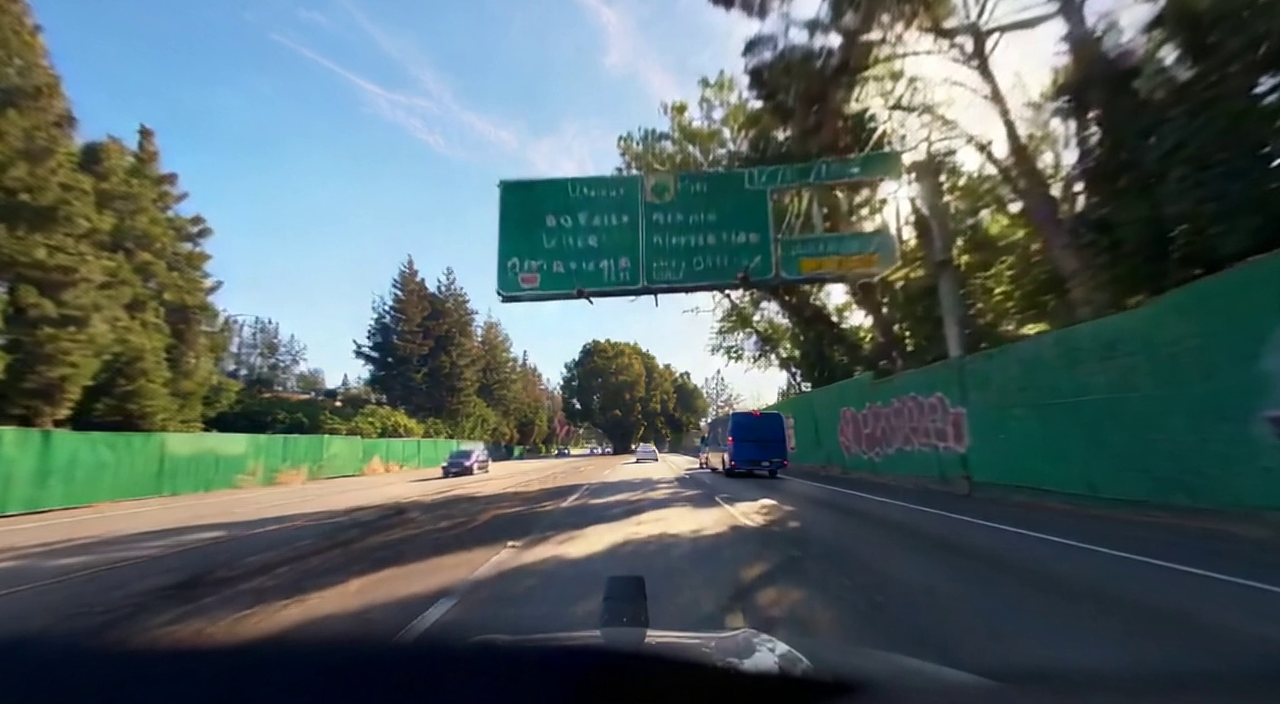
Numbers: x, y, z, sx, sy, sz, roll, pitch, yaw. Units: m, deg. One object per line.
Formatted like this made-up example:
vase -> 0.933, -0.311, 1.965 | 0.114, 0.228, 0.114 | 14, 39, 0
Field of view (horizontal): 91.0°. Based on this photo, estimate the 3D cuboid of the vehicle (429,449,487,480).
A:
vehicle -> -9.598, 5.966, 33.546 | 1.823, 1.483, 3.991 | 0, -8, 1

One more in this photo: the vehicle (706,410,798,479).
vehicle -> 4.777, 4.159, 28.327 | 2.712, 2.659, 6.992 | 0, -8, -1

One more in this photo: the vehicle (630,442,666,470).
vehicle -> 0.484, 6.167, 37.629 | 2.030, 1.572, 4.067 | 0, -8, 0
